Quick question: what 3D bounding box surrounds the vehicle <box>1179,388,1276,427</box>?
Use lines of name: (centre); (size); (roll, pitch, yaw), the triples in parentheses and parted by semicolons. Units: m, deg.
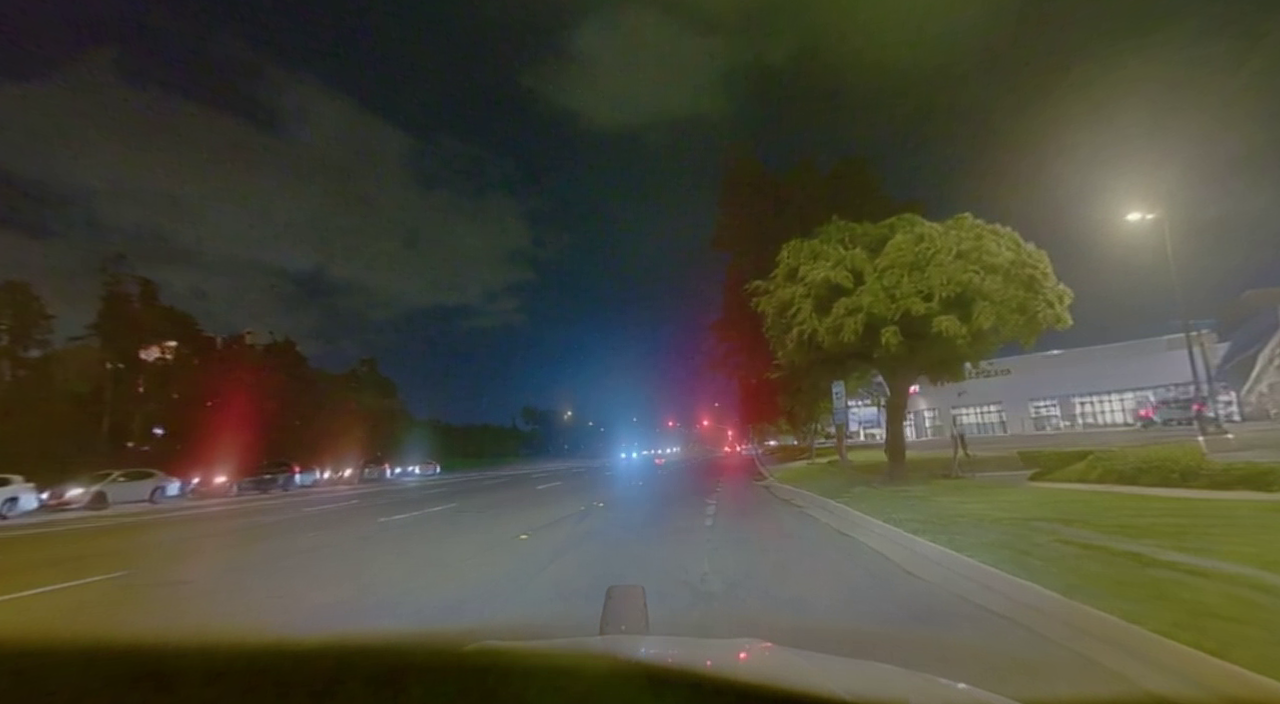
vehicle: (26.676, 2.524, 28.618); (3.327, 1.369, 1.514); (-4, -10, -16)

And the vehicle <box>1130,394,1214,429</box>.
vehicle: (26.825, 3.009, 31.807); (3.335, 1.398, 1.535); (-3, -10, -19)

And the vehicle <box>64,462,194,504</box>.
vehicle: (-22.535, 5.747, 28.057); (1.851, 1.450, 4.396); (-7, -10, 7)

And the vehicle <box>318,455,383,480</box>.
vehicle: (-20.051, 8.010, 43.903); (1.918, 1.503, 4.632); (-6, -10, 7)

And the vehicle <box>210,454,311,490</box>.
vehicle: (-21.291, 6.735, 35.677); (1.967, 1.683, 5.223); (-7, -11, 8)
